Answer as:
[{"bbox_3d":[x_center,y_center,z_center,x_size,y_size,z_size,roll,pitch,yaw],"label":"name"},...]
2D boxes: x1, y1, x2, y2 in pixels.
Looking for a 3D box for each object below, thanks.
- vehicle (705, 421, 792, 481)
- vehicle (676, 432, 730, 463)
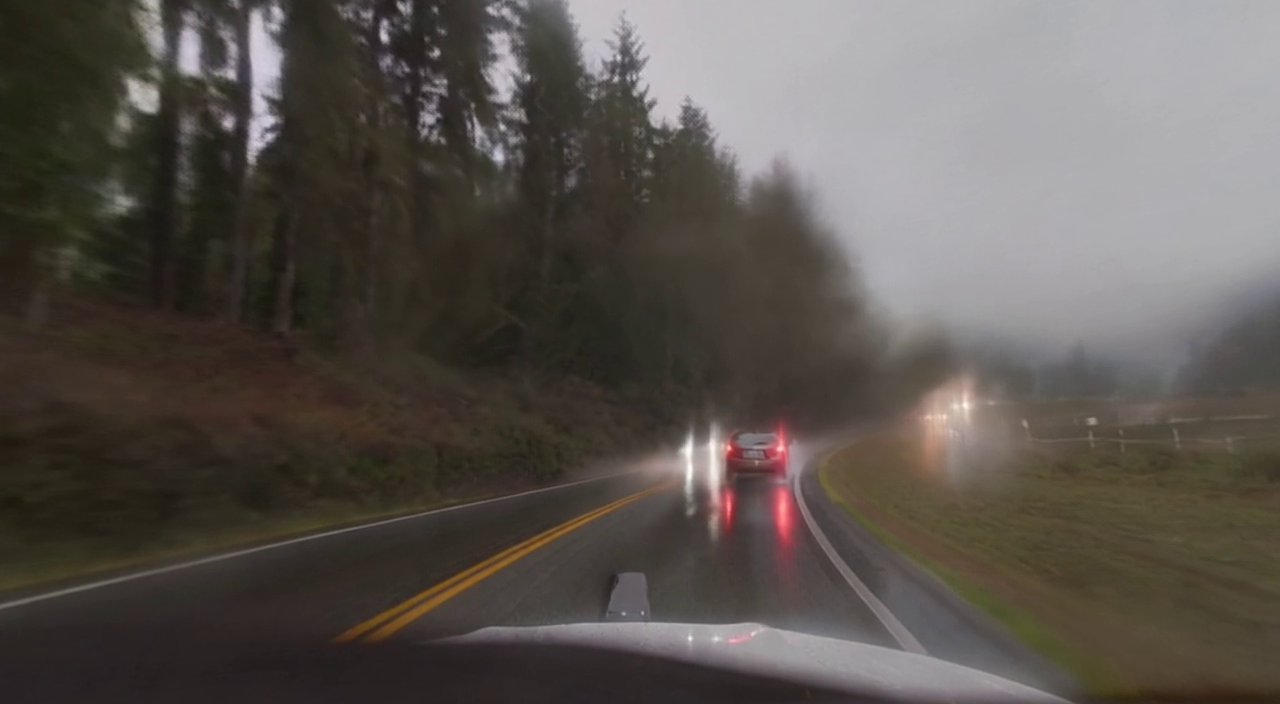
[{"bbox_3d":[3.389,2.985,19.185,2.274,1.583,4.349,-2,-9,12],"label":"vehicle"},{"bbox_3d":[3.540,5.220,34.607,2.143,1.586,4.238,-3,-9,16],"label":"vehicle"}]
